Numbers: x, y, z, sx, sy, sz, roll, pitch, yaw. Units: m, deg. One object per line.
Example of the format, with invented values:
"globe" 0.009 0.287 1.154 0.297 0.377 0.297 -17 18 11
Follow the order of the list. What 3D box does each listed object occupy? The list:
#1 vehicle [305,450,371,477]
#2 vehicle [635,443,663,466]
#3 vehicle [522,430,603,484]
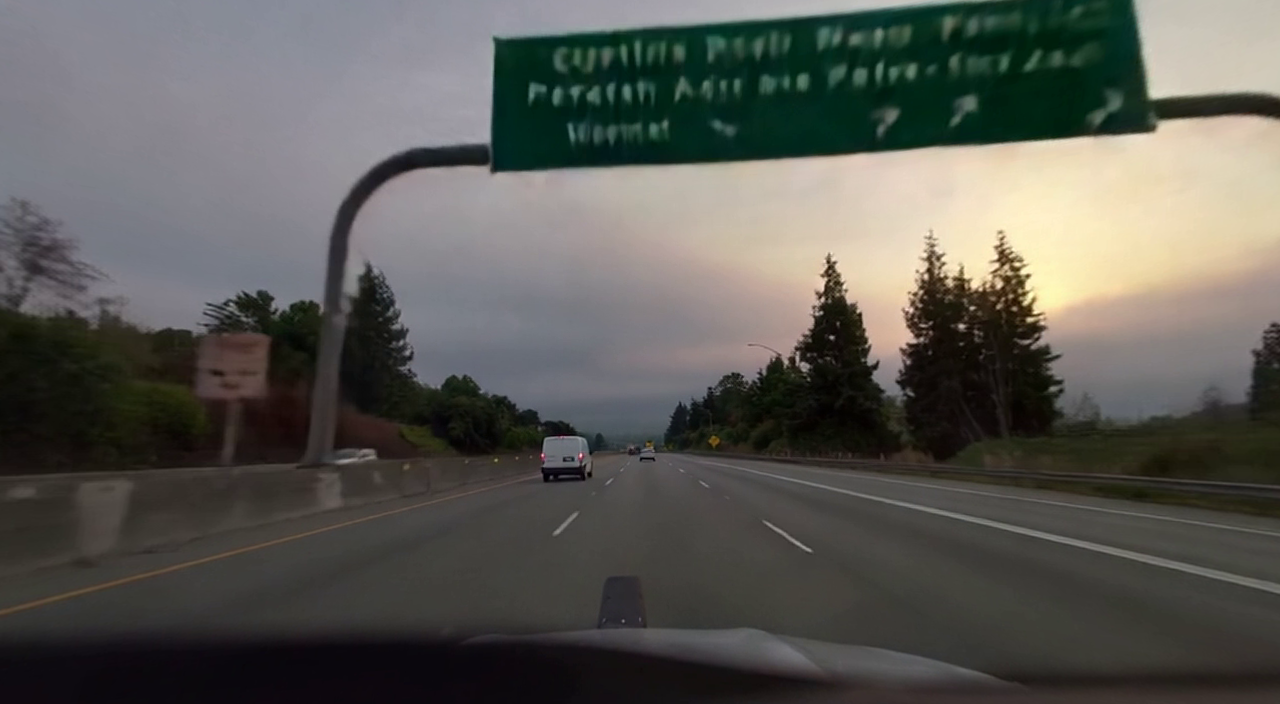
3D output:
"vehicle" -18.488 6.808 38.780 2.010 1.535 3.964 0 -9 1
"vehicle" 0.656 8.044 49.501 2.067 1.690 3.901 0 -9 -1
"vehicle" -3.015 4.306 26.000 2.572 1.927 5.803 0 -9 0
